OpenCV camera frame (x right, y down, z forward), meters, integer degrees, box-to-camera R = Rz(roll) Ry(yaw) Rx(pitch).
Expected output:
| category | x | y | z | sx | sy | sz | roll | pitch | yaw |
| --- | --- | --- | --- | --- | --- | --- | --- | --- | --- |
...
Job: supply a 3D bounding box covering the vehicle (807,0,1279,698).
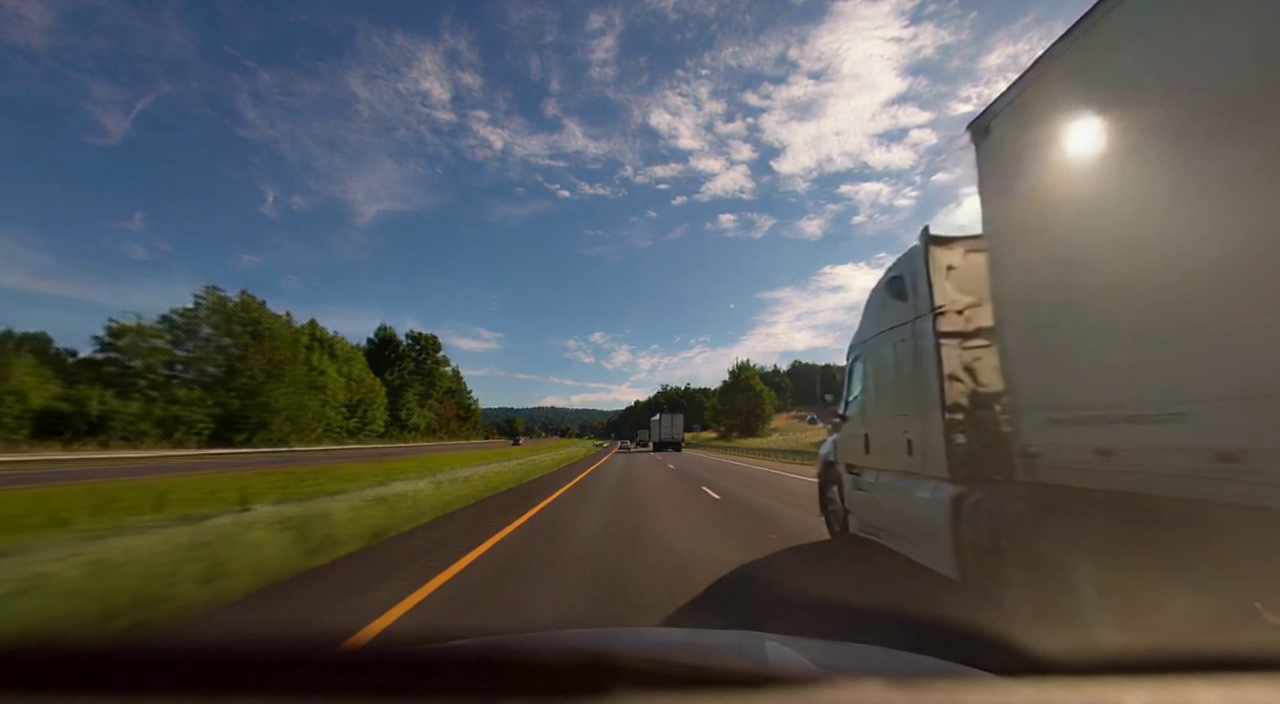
| category | x | y | z | sx | sy | sz | roll | pitch | yaw |
| --- | --- | --- | --- | --- | --- | --- | --- | --- | --- |
| vehicle | 4.181 | 0.223 | 6.496 | 3.073 | 3.927 | 6.116 | 0 | -8 | -1 |
